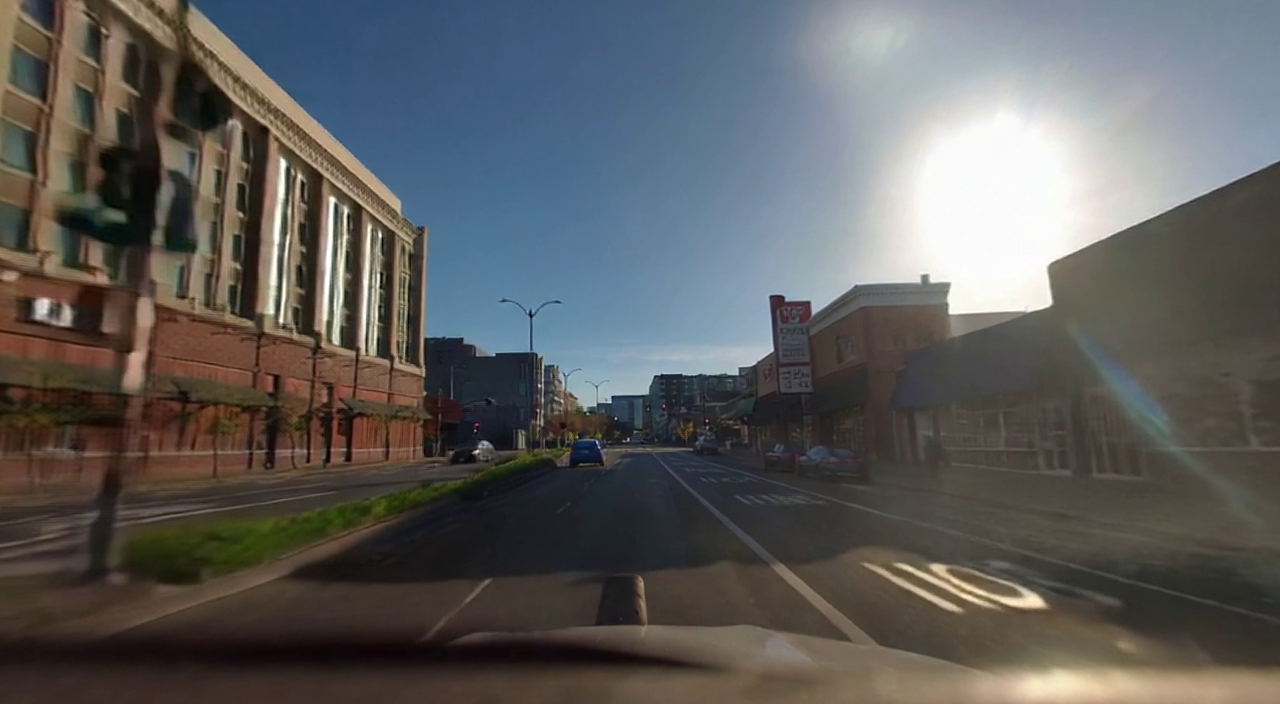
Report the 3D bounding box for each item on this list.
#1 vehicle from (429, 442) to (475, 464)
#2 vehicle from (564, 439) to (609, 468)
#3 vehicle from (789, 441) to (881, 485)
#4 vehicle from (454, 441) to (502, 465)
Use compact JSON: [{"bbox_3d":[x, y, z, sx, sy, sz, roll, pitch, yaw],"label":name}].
[{"bbox_3d":[-13.528,7.283,45.484,1.839,1.465,4.523,0,-9,1],"label":"vehicle"},{"bbox_3d":[-2.909,5.613,34.922,2.078,1.471,4.217,0,-9,0],"label":"vehicle"},{"bbox_3d":[7.325,4.199,24.223,1.968,1.493,4.878,0,-9,0],"label":"vehicle"},{"bbox_3d":[-10.581,6.650,41.458,2.051,1.492,4.132,0,-9,0],"label":"vehicle"}]
